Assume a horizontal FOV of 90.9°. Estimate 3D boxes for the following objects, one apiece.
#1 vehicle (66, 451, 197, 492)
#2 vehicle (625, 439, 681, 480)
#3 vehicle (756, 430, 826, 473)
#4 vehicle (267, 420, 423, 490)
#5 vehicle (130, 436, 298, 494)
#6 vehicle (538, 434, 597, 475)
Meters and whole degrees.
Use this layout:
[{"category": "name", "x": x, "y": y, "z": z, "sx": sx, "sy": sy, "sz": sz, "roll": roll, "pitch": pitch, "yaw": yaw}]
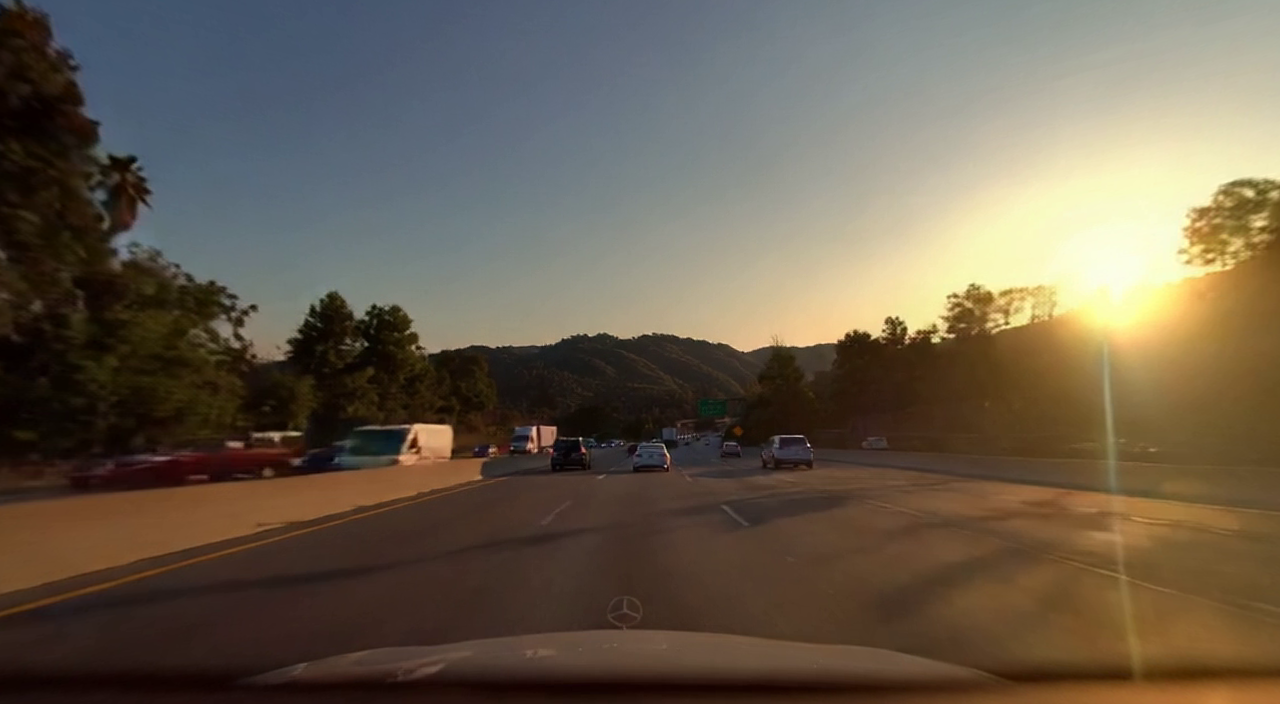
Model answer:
[{"category": "vehicle", "x": -22.787, "y": 5.328, "z": 28.560, "sx": 1.982, "sy": 1.657, "sz": 4.761, "roll": 0, "pitch": -8, "yaw": 0}, {"category": "vehicle", "x": 0.487, "y": 4.273, "z": 25.305, "sx": 2.071, "sy": 1.464, "sz": 4.162, "roll": 0, "pitch": -8, "yaw": 0}, {"category": "vehicle", "x": 7.235, "y": 4.842, "z": 30.824, "sx": 2.094, "sy": 1.916, "sz": 5.099, "roll": 0, "pitch": -8, "yaw": 0}, {"category": "vehicle", "x": -9.078, "y": 3.236, "z": 20.157, "sx": 2.251, "sy": 1.900, "sz": 5.551, "roll": 0, "pitch": -8, "yaw": 0}, {"category": "vehicle", "x": -15.596, "y": 4.138, "z": 23.661, "sx": 2.186, "sy": 1.863, "sz": 5.744, "roll": 0, "pitch": -8, "yaw": 1}, {"category": "vehicle", "x": -3.279, "y": 4.733, "z": 29.377, "sx": 2.140, "sy": 1.720, "sz": 4.410, "roll": 0, "pitch": -8, "yaw": 1}]
